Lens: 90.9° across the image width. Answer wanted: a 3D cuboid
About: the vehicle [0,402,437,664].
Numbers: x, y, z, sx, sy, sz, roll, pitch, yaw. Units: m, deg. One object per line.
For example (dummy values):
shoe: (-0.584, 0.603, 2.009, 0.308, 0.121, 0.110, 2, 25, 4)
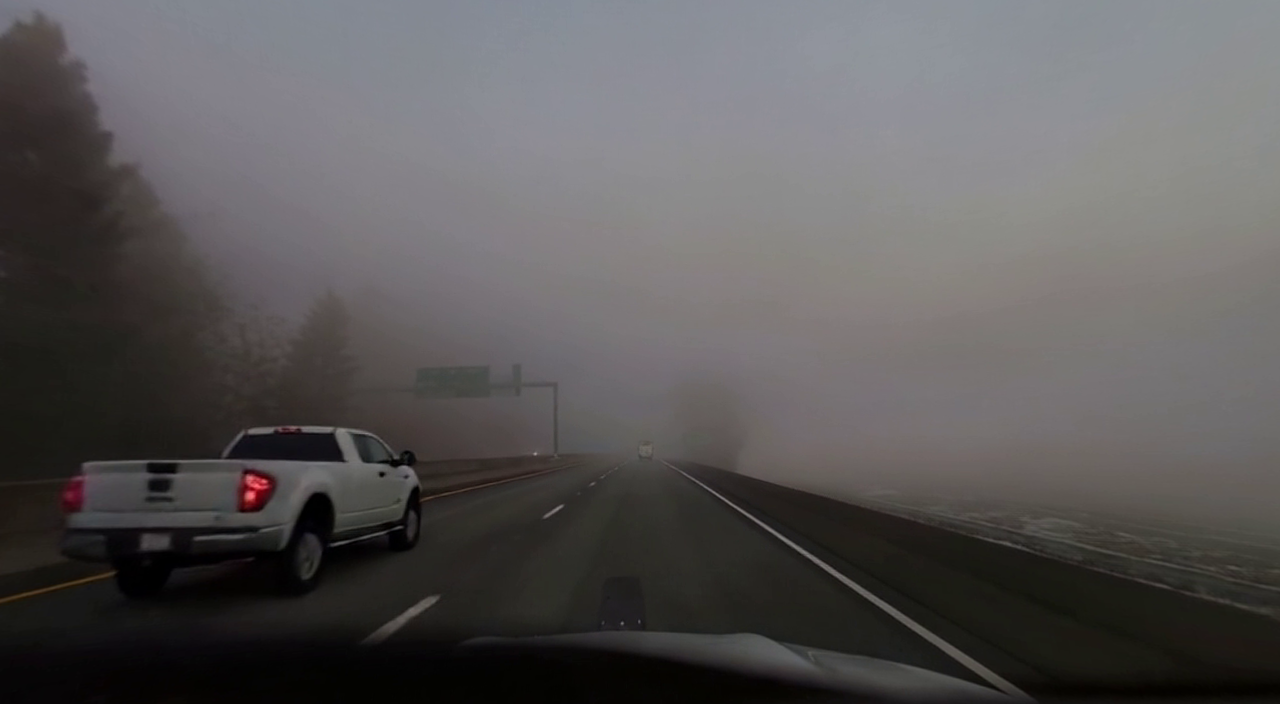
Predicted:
vehicle: (-3.625, 1.438, 6.036, 2.009, 1.638, 3.968, 0, -9, 0)
